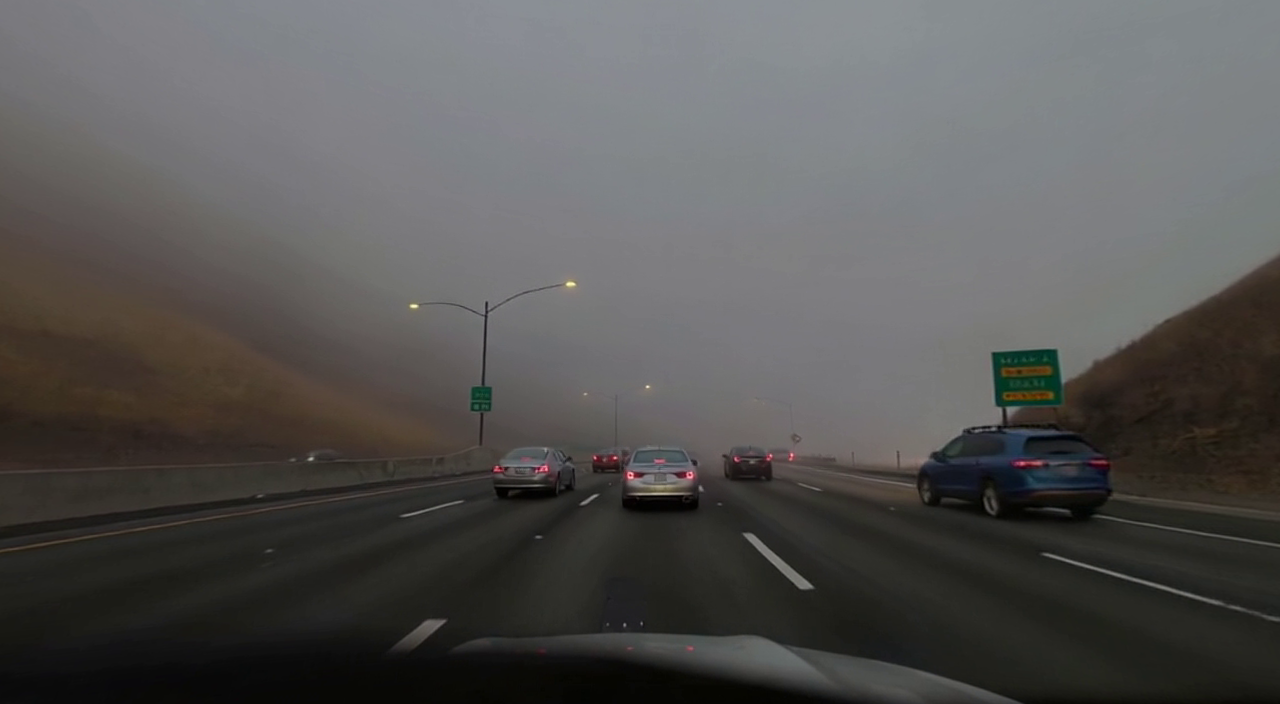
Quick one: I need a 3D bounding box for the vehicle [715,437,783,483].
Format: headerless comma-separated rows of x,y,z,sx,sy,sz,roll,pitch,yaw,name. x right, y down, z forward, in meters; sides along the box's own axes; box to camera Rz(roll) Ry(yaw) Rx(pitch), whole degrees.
4.392,4.425,26.159,2.083,1.693,4.740,0,-8,2,vehicle

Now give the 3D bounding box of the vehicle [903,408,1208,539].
6.901,2.078,11.397,2.210,1.831,4.843,0,-8,1,vehicle

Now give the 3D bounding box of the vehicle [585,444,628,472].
-1.926,6.281,37.656,2.034,1.572,4.444,-1,-8,4,vehicle

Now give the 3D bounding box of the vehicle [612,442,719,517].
0.546,2.755,14.183,2.072,1.431,3.904,-1,-8,2,vehicle

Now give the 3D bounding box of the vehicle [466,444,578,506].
-2.993,3.225,17.057,2.017,1.446,4.384,-1,-8,3,vehicle
